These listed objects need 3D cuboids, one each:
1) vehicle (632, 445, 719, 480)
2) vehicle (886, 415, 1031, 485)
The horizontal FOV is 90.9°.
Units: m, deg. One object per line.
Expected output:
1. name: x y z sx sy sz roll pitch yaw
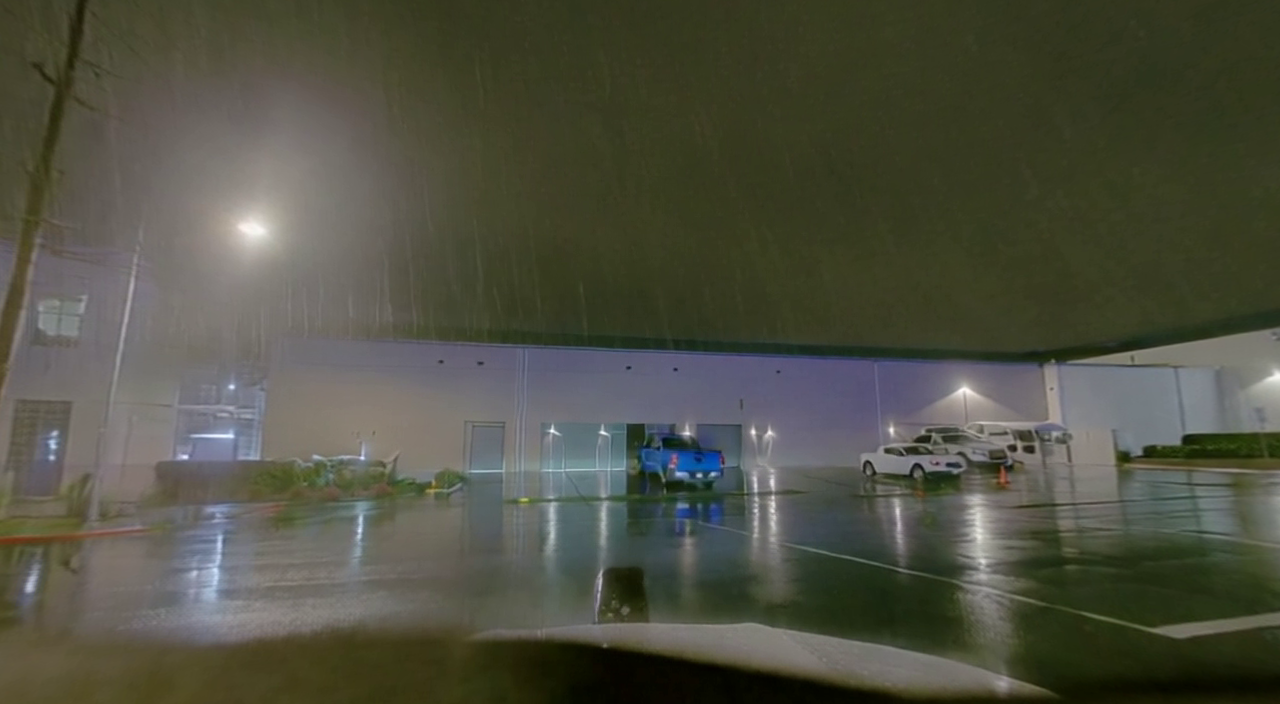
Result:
1. vehicle: 2.229 7.006 40.142 5.207 2.103 1.997 1 -9 -8
2. vehicle: 15.547 4.993 31.365 2.298 3.004 6.271 2 -12 -19
